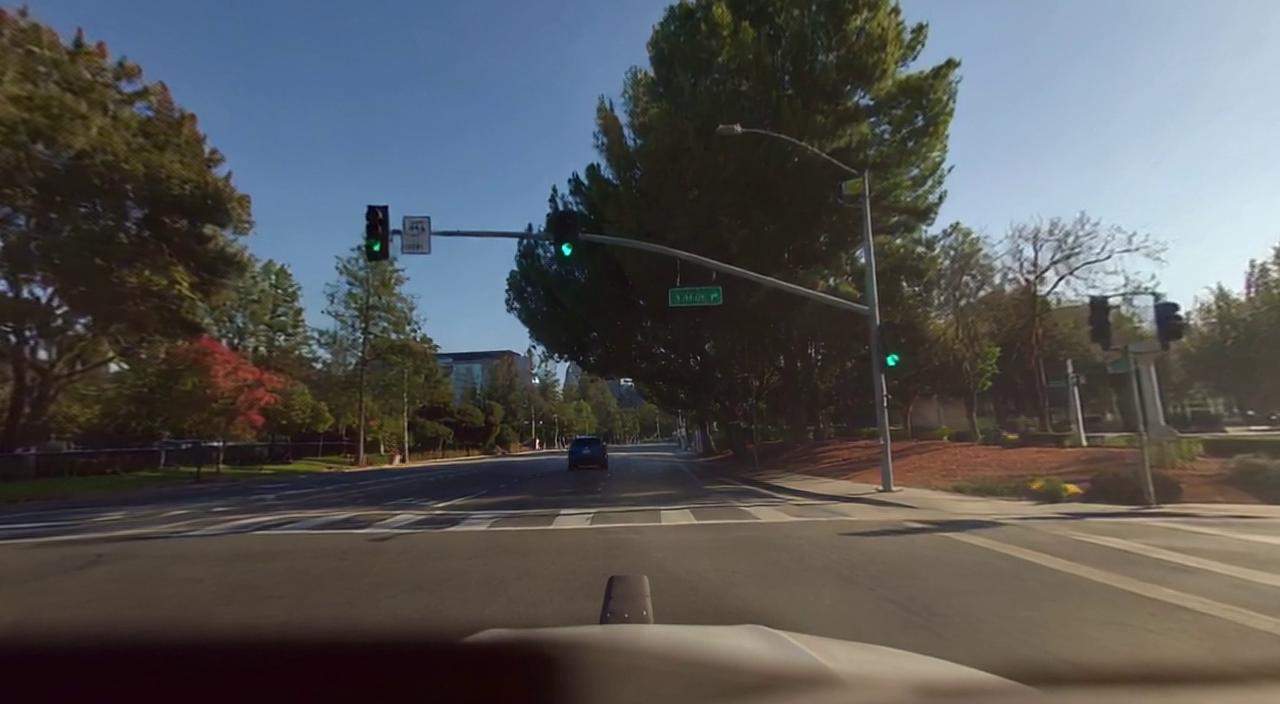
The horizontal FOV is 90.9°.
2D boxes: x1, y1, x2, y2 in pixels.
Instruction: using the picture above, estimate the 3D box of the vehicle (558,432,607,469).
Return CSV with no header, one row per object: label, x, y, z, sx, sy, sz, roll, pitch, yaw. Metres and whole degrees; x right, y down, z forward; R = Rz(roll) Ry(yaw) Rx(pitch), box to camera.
vehicle,-2.942,5.146,33.108,2.123,1.799,4.425,0,-8,1
